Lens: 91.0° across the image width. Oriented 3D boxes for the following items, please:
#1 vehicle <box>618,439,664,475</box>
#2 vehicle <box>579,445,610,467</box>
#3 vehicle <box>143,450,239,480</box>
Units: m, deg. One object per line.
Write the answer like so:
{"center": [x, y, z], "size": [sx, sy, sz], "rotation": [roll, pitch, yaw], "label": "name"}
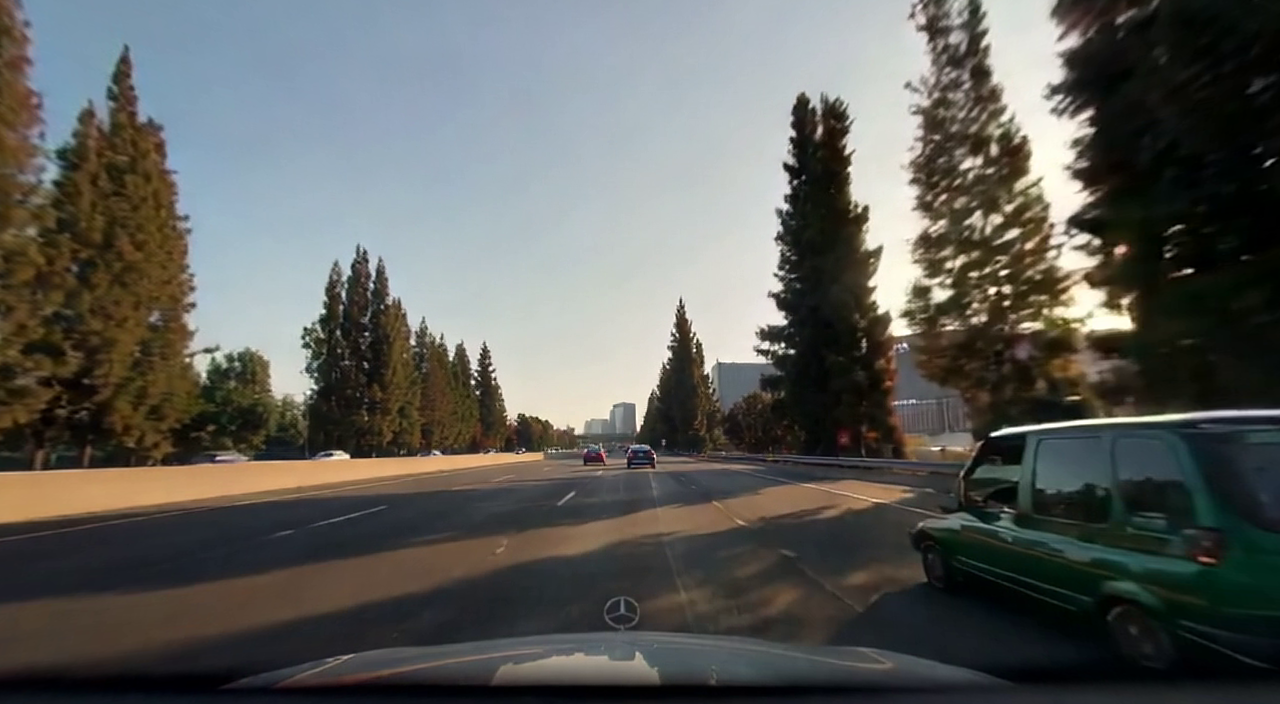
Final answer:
{"center": [0.017, 5.649, 34.298], "size": [2.302, 1.810, 4.707], "rotation": [0, -8, -1], "label": "vehicle"}
{"center": [-3.479, 8.055, 48.966], "size": [2.049, 1.659, 4.183], "rotation": [0, -8, 0], "label": "vehicle"}
{"center": [-26.095, 6.554, 36.820], "size": [2.025, 1.514, 4.779], "rotation": [0, -8, 0], "label": "vehicle"}
